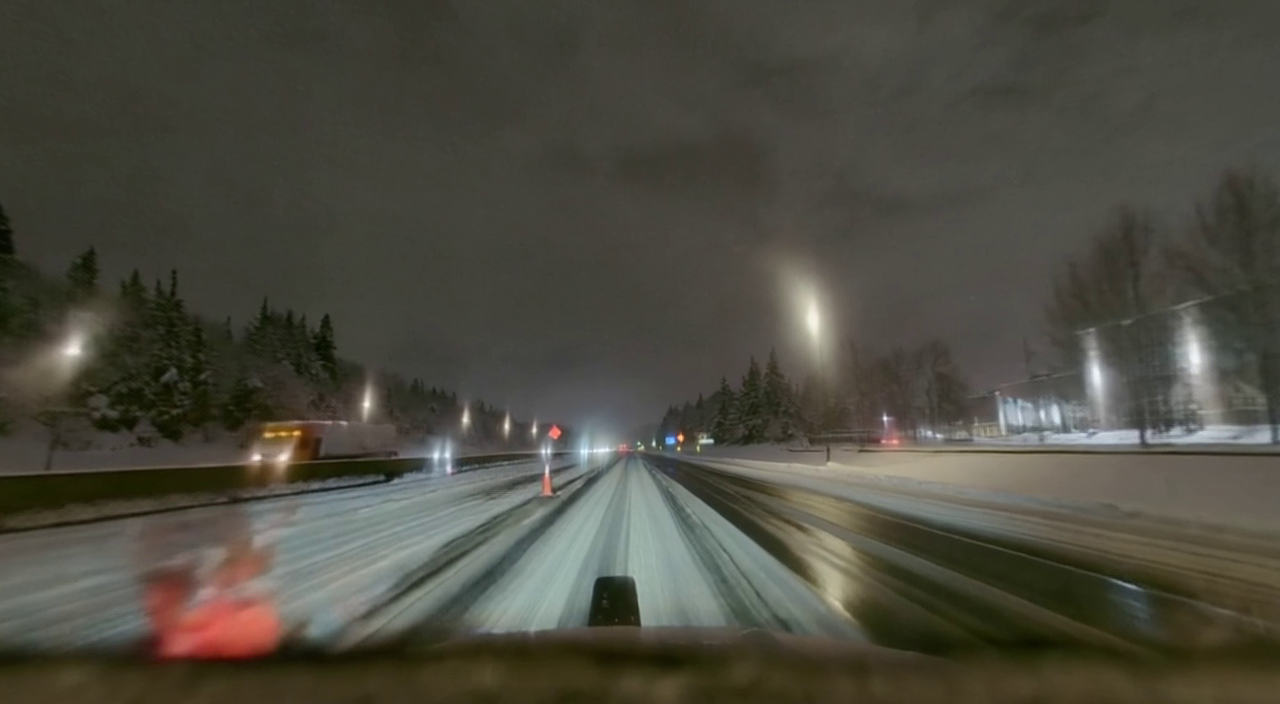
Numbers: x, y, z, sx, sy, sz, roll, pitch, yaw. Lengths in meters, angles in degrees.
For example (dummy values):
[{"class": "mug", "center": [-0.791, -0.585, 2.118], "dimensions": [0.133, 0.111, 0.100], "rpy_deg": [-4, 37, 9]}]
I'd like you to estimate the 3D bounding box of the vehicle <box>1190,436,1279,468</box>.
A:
[{"class": "vehicle", "center": [30.414, 4.982, 31.428], "dimensions": [4.160, 1.547, 1.986], "rpy_deg": [0, -9, -1]}]
